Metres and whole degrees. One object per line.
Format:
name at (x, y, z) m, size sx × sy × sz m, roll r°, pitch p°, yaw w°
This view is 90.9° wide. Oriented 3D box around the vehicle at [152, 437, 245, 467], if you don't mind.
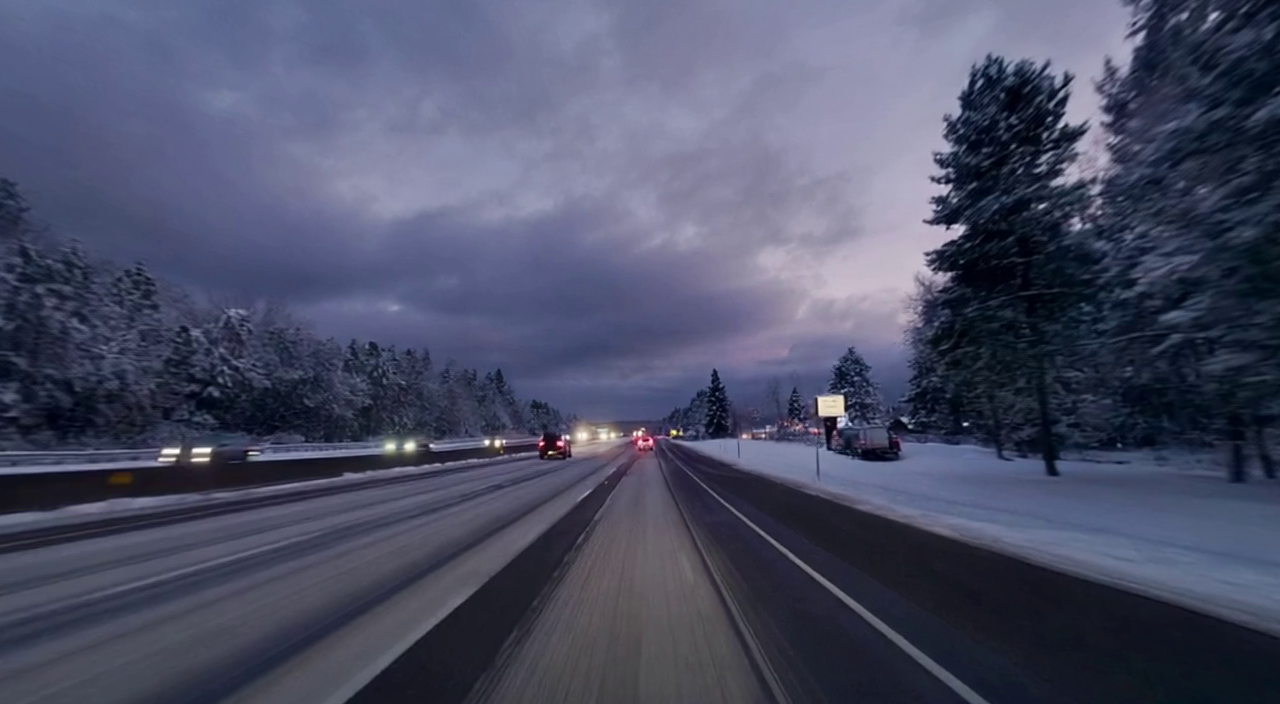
vehicle at (-22.146, 5.016, 31.817) m, size 1.860 × 1.421 × 3.805 m, roll 0°, pitch -8°, yaw 1°
